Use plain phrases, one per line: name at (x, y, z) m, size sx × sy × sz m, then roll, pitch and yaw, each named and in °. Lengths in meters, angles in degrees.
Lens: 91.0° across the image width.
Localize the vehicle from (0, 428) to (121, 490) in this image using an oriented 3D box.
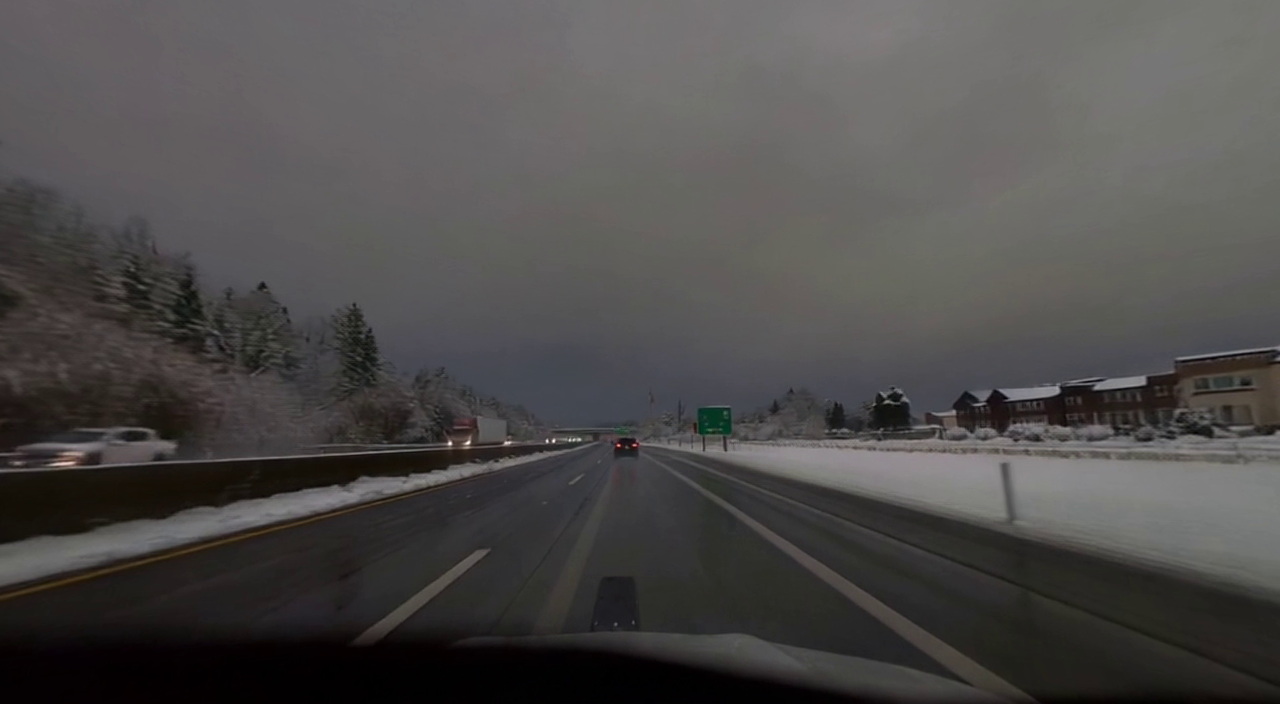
vehicle at (-16.268, 2.777, 16.488) m, size 1.913 × 1.476 × 4.020 m, roll 0°, pitch -8°, yaw -1°

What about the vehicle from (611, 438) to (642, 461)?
vehicle at (-0.991, 6.846, 44.261) m, size 2.099 × 1.504 × 3.843 m, roll 0°, pitch -8°, yaw -2°
